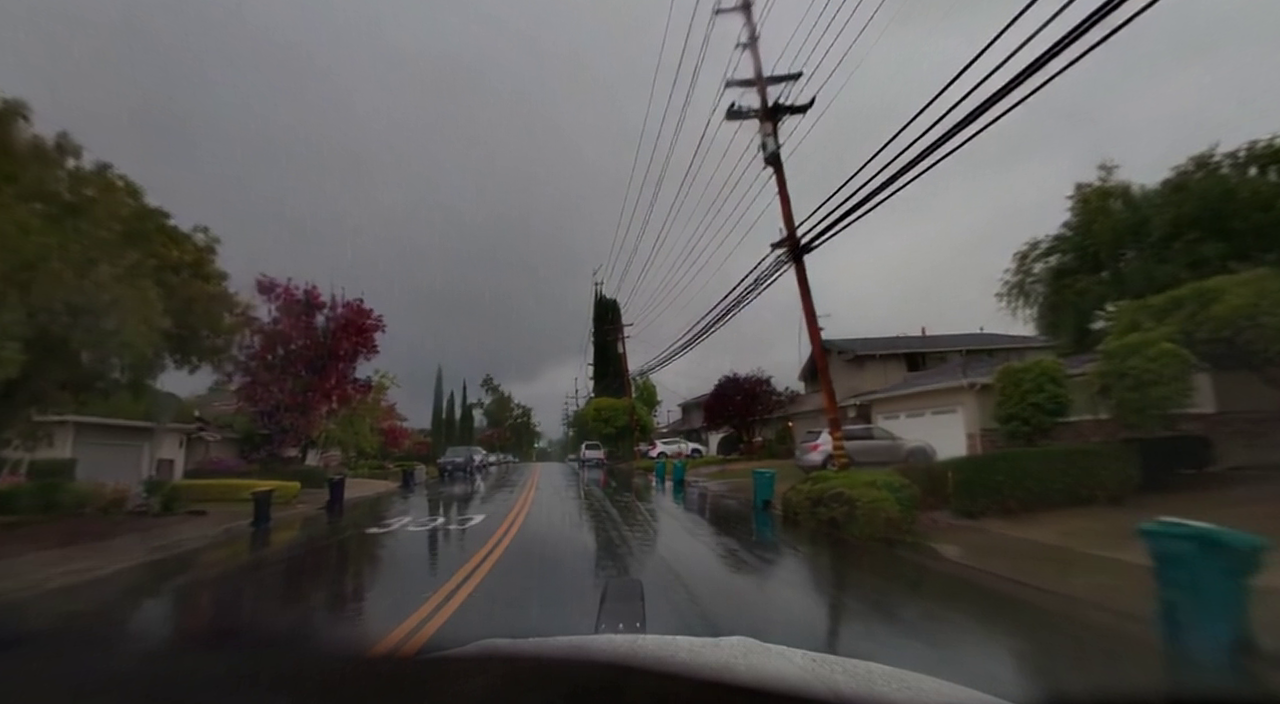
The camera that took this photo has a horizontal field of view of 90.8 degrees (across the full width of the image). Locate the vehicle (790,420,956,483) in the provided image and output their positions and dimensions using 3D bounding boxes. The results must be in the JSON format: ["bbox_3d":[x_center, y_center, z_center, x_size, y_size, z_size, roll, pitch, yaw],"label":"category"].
[{"bbox_3d":[7.158,3.077,19.689,4.337,1.768,1.962,0,-8,-7],"label":"vehicle"}]

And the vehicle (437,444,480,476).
[{"bbox_3d":[-11.524,6.956,40.336,2.046,1.777,4.473,-2,-11,-8],"label":"vehicle"}]

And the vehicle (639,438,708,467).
[{"bbox_3d":[2.401,7.316,46.049,4.489,1.812,2.056,0,-13,-13],"label":"vehicle"}]

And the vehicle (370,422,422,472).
[{"bbox_3d":[-17.383,6.857,45.486,2.781,3.221,7.995,1,-9,-17],"label":"vehicle"}]
